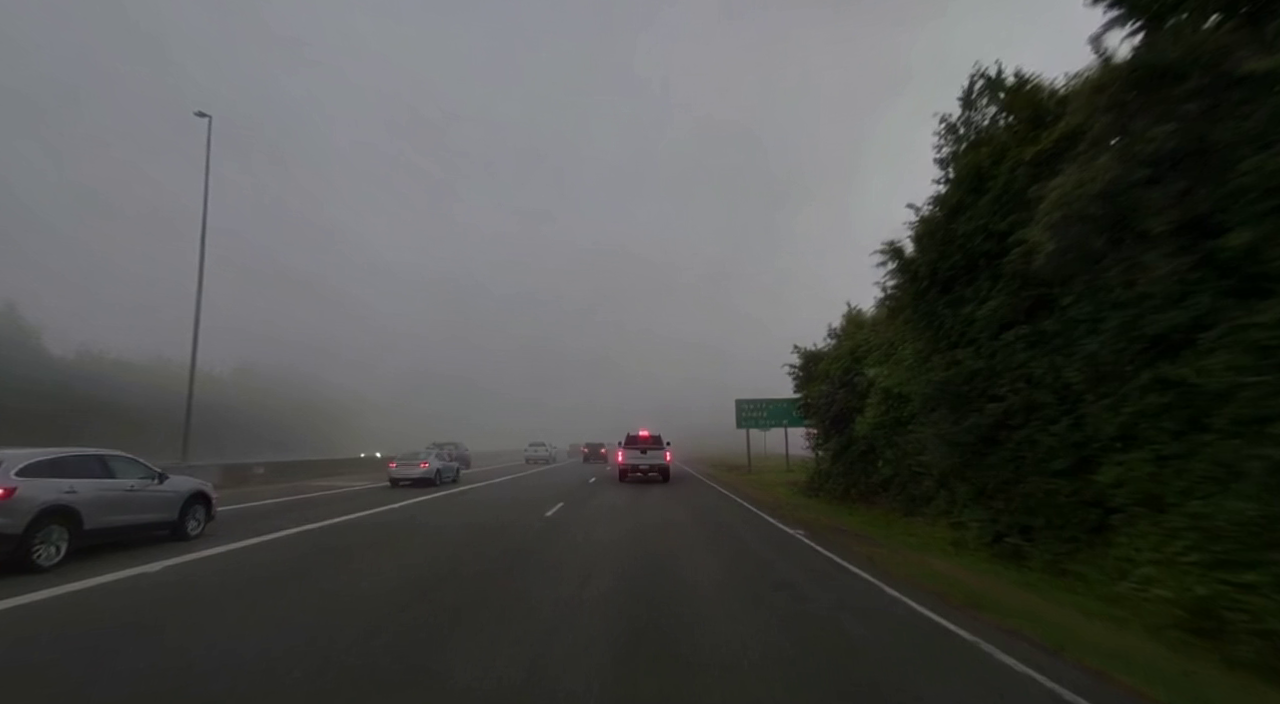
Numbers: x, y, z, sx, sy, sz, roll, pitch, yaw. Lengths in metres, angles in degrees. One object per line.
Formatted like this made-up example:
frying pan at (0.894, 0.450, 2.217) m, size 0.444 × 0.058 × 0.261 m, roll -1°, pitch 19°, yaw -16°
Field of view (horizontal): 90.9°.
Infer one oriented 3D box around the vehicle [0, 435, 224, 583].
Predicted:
vehicle at (-7.298, 1.735, 7.410) m, size 1.864 × 1.458 × 4.295 m, roll 0°, pitch -9°, yaw 0°

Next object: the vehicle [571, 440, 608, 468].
vehicle at (-3.151, 6.440, 39.981) m, size 1.952 × 1.649 × 4.131 m, roll 0°, pitch -9°, yaw 1°

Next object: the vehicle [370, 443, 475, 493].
vehicle at (-7.028, 3.770, 20.861) m, size 1.869 × 1.466 × 4.217 m, roll 0°, pitch -9°, yaw 1°

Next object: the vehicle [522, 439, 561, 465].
vehicle at (-7.159, 7.333, 46.444) m, size 2.106 × 1.816 × 4.936 m, roll 0°, pitch -9°, yaw 0°

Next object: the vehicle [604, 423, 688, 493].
vehicle at (0.170, 3.032, 18.203) m, size 2.152 × 1.779 × 3.924 m, roll 0°, pitch -9°, yaw 1°
